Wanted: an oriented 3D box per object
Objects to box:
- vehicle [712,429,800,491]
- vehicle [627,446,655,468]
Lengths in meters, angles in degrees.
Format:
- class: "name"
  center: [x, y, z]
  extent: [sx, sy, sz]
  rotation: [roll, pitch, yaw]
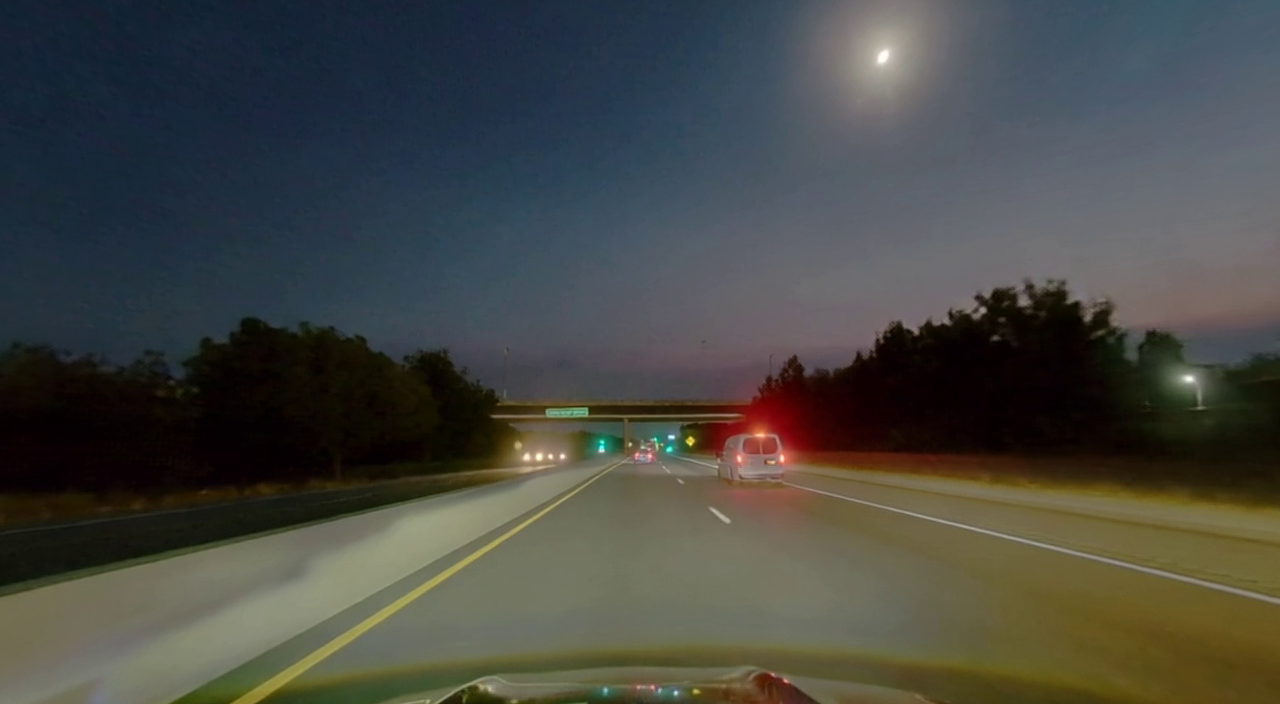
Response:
- class: "vehicle"
  center: [4.129, 3.968, 23.480]
  extent: [2.152, 1.998, 5.380]
  rotation: [0, -9, -1]
- class: "vehicle"
  center: [0.133, 8.116, 48.753]
  extent: [2.013, 1.584, 3.995]
  rotation: [0, -9, 2]
